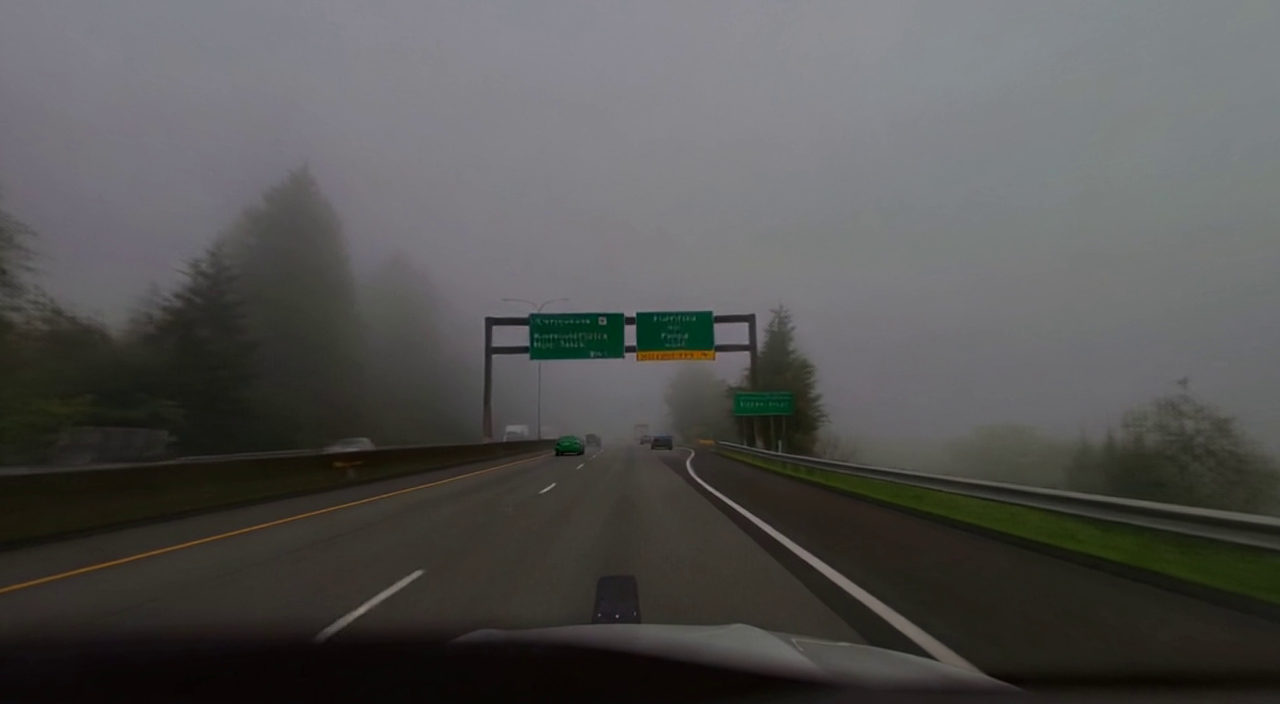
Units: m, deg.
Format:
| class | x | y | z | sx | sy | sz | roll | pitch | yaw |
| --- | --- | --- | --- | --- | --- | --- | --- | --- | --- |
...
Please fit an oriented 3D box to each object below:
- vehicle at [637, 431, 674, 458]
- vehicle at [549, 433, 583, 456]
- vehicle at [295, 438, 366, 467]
| class | x | y | z | sx | sy | sz | roll | pitch | yaw |
| --- | --- | --- | --- | --- | --- | --- | --- | --- | --- |
| vehicle | 0.965 | 5.753 | 39.274 | 2.139 | 1.561 | 4.060 | 0 | -8 | 1 |
| vehicle | -5.096 | 6.434 | 43.904 | 1.959 | 1.514 | 3.668 | 0 | -8 | -1 |
| vehicle | -17.719 | 5.738 | 36.299 | 1.954 | 1.567 | 4.283 | 0 | -8 | -1 |
